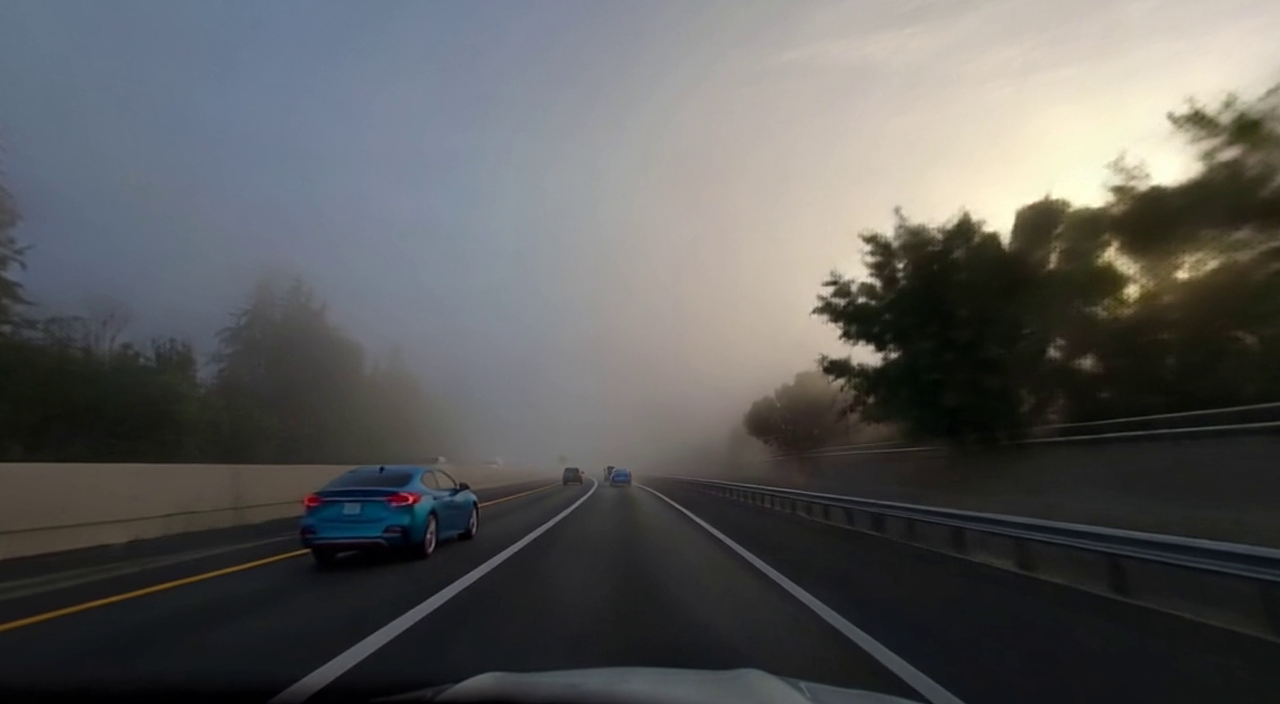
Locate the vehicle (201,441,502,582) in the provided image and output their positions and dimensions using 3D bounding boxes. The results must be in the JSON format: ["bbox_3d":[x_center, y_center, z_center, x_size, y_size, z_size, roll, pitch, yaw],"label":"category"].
[{"bbox_3d":[-3.848,2.299,9.785,2.328,1.559,5.041,1,-11,-1],"label":"vehicle"}]
